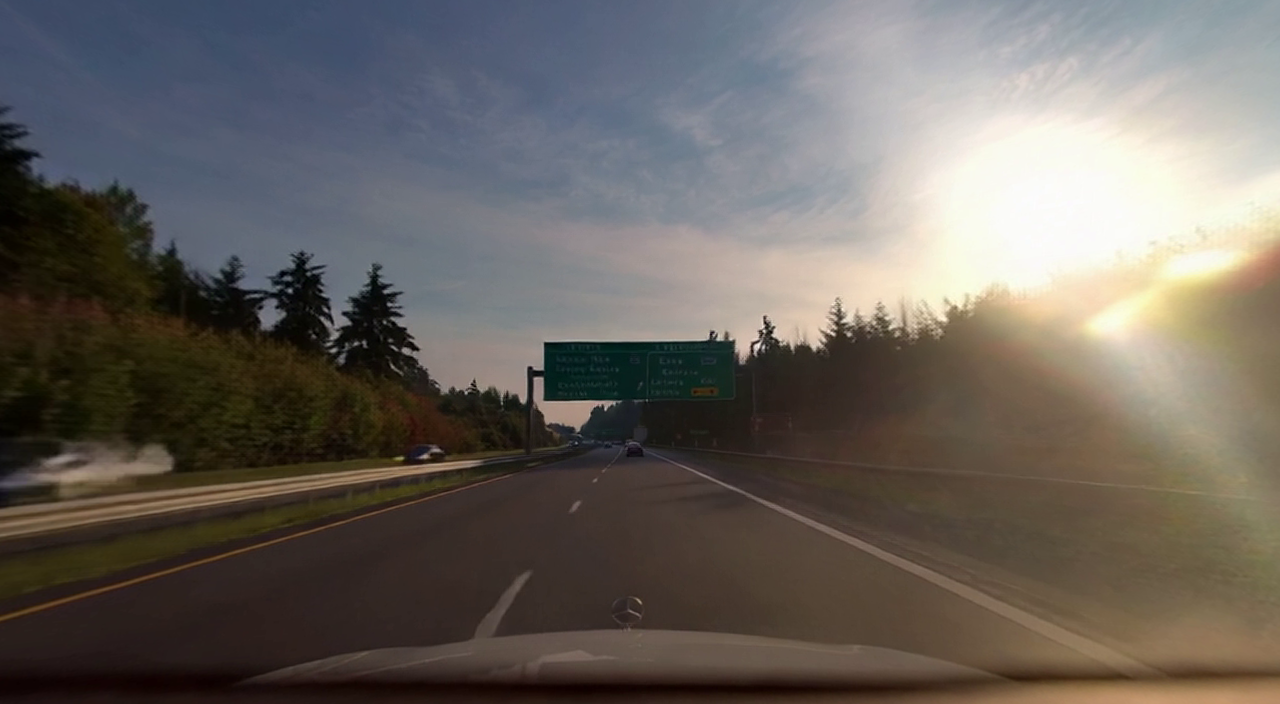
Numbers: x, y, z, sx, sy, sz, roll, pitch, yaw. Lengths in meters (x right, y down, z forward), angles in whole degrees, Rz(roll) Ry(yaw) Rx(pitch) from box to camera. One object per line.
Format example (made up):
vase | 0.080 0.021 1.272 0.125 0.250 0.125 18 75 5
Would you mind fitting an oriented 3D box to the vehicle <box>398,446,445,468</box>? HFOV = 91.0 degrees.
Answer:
vehicle | -15.797 7.583 45.761 1.844 1.509 4.527 0 -8 -1
